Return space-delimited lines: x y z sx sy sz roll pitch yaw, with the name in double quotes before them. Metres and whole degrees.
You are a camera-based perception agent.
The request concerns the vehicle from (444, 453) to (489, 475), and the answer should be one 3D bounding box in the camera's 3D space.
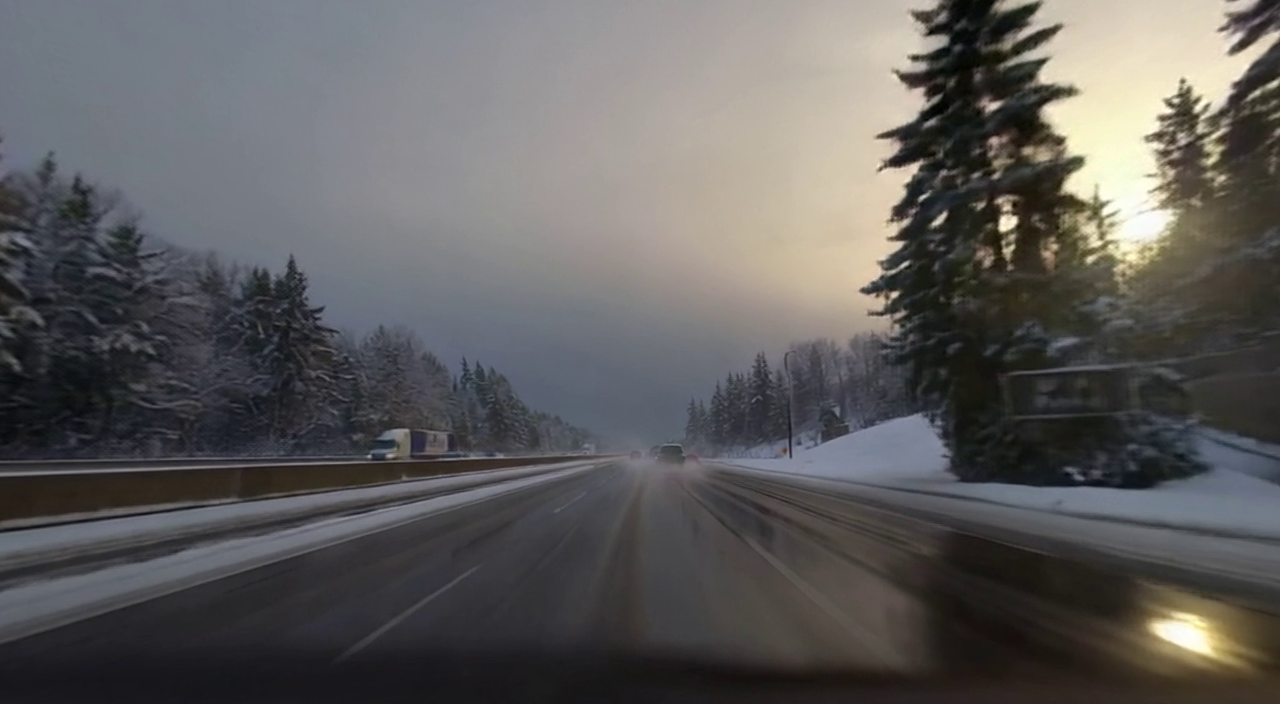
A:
"vehicle" -12.251 7.910 44.757 1.866 1.480 4.496 0 -9 1
